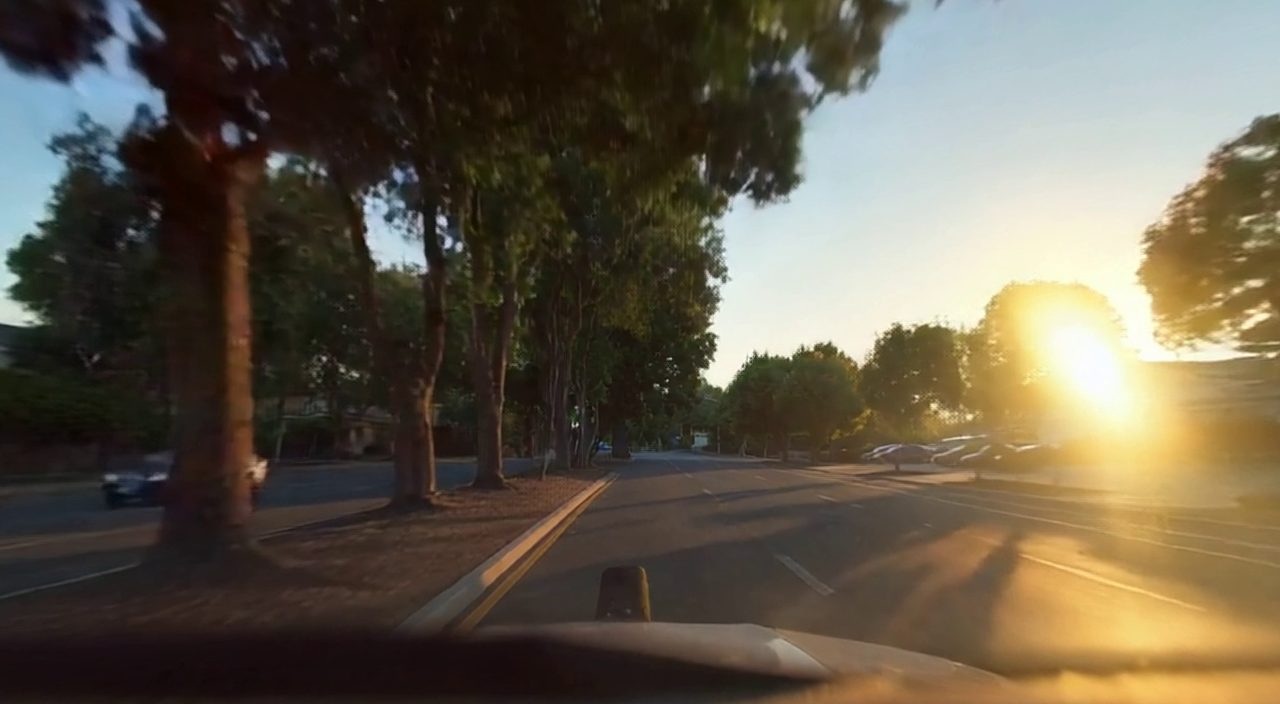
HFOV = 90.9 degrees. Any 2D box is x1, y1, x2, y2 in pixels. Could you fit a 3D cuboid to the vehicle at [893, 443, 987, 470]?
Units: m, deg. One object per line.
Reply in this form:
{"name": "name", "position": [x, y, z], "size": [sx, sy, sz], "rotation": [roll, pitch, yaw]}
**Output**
{"name": "vehicle", "position": [20.224, 7.047, 42.655], "size": [5.184, 1.713, 2.210], "rotation": [0, -8, 0]}

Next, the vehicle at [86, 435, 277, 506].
{"name": "vehicle", "position": [-14.194, 3.674, 20.080], "size": [2.145, 1.937, 5.203], "rotation": [0, -8, 0]}

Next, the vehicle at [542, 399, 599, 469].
{"name": "vehicle", "position": [-3.924, 4.739, 36.394], "size": [3.008, 3.786, 3.422], "rotation": [0, -8, -2]}

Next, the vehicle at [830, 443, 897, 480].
{"name": "vehicle", "position": [11.448, 5.608, 32.614], "size": [1.976, 1.780, 4.352], "rotation": [0, -8, 1]}

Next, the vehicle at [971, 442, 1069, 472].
{"name": "vehicle", "position": [22.646, 6.253, 37.723], "size": [4.570, 1.521, 2.029], "rotation": [1, -8, 6]}
